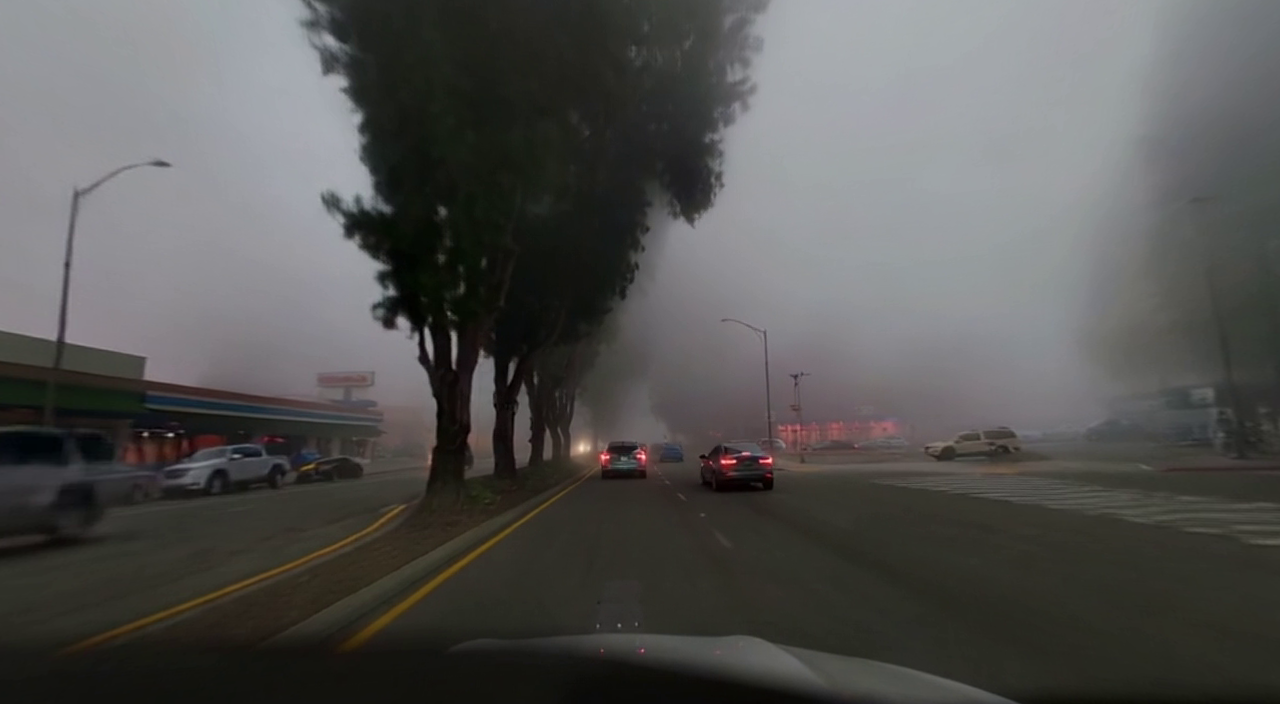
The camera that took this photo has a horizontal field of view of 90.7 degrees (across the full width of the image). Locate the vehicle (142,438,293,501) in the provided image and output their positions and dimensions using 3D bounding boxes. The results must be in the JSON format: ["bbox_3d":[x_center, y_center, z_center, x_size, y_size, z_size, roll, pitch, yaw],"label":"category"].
[{"bbox_3d":[-15.410,4.257,23.555,2.184,1.965,5.078,-2,-8,-1],"label":"vehicle"}]

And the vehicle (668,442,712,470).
[{"bbox_3d":[2.833,6.018,36.814,2.098,1.527,3.966,0,-9,-2],"label":"vehicle"}]

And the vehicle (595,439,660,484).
[{"bbox_3d":[-0.468,4.116,24.028,2.232,1.508,4.319,0,-9,-1],"label":"vehicle"}]

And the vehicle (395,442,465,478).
[{"bbox_3d":[-11.278,5.816,34.416,2.233,1.799,4.700,0,-9,0],"label":"vehicle"}]

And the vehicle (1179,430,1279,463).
[{"bbox_3d":[27.864,4.329,29.023,4.478,1.450,1.968,0,-9,-3],"label":"vehicle"}]

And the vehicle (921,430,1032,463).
[{"bbox_3d":[19.006,5.375,35.887,4.948,1.733,2.296,0,-9,-2],"label":"vehicle"}]

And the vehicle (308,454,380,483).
[{"bbox_3d":[-15.728,6.183,33.857,1.826,1.396,4.274,0,-9,-1],"label":"vehicle"}]

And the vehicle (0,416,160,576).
[{"bbox_3d":[-8.203,1.611,7.059,2.273,1.748,4.379,0,-9,-1],"label":"vehicle"}]

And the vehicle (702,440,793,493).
[{"bbox_3d":[3.278,3.589,20.199,2.060,1.471,4.168,0,-9,-2],"label":"vehicle"}]
